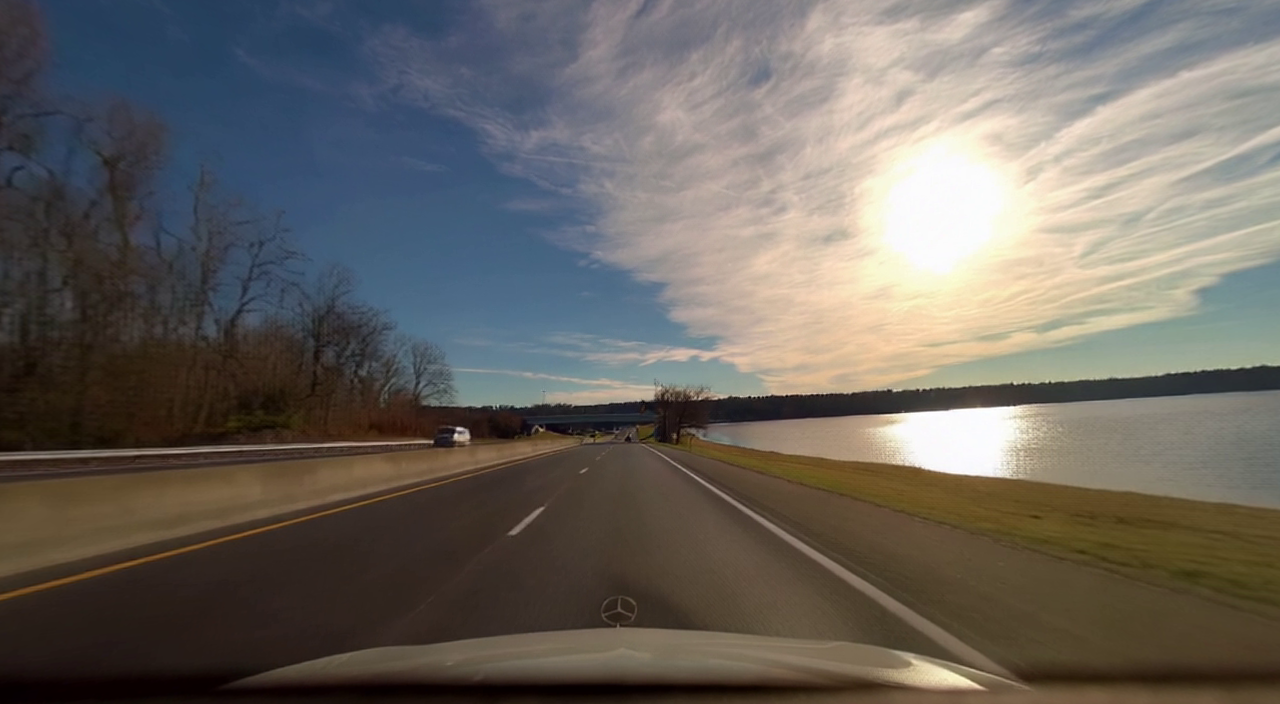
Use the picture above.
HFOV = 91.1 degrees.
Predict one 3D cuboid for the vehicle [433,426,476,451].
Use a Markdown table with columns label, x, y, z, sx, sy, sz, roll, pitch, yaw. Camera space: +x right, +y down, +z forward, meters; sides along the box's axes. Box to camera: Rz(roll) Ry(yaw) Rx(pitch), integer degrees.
| label | x | y | z | sx | sy | sz | roll | pitch | yaw |
| --- | --- | --- | --- | --- | --- | --- | --- | --- | --- |
| vehicle | -14.378 | 6.731 | 48.968 | 1.990 | 1.808 | 4.311 | 0 | -8 | 0 |
